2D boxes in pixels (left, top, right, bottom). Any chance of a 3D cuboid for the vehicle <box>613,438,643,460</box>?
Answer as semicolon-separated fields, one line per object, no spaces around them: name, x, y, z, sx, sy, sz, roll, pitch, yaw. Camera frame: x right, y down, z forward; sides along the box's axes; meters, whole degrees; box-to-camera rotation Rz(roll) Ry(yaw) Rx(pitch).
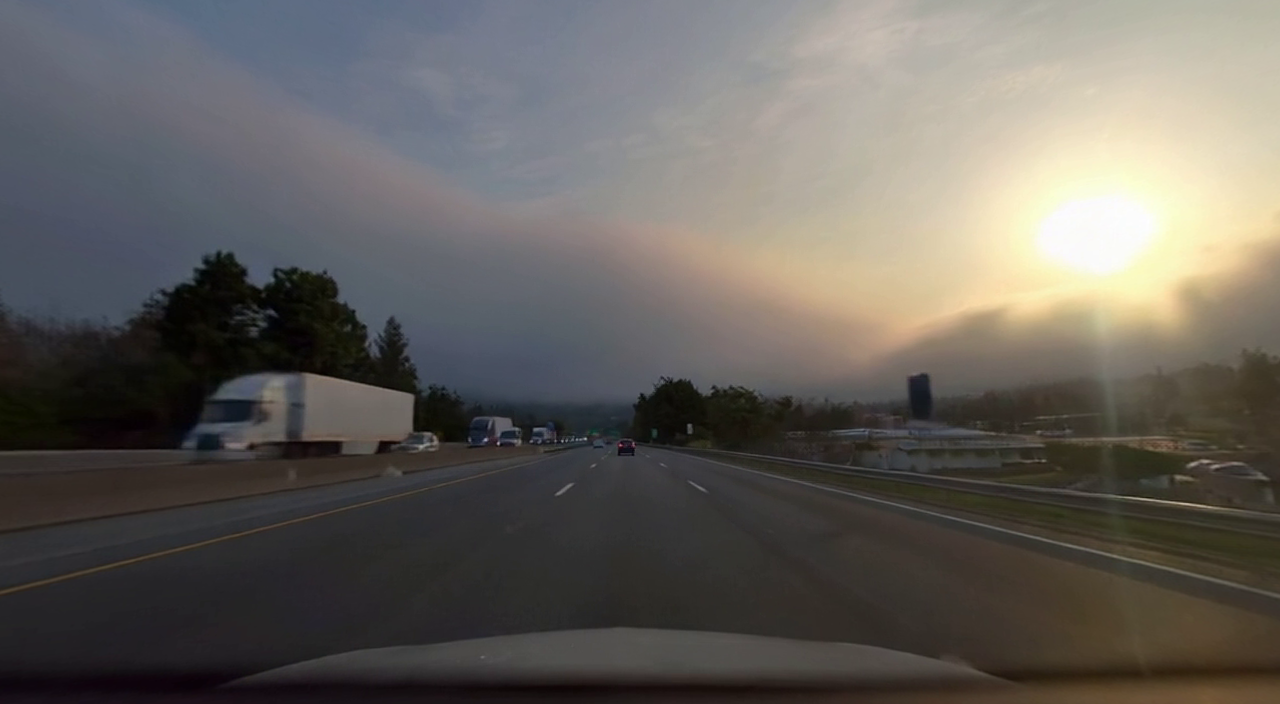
vehicle;-0.924;7.185;46.763;2.099;1.504;3.843;0;-8;-2

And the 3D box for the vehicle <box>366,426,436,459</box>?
vehicle;-12.696;4.845;33.764;2.070;1.630;4.500;0;-8;-1

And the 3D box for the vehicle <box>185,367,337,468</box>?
vehicle;-16.507;3.006;28.051;2.933;3.972;6.123;0;-8;-2
